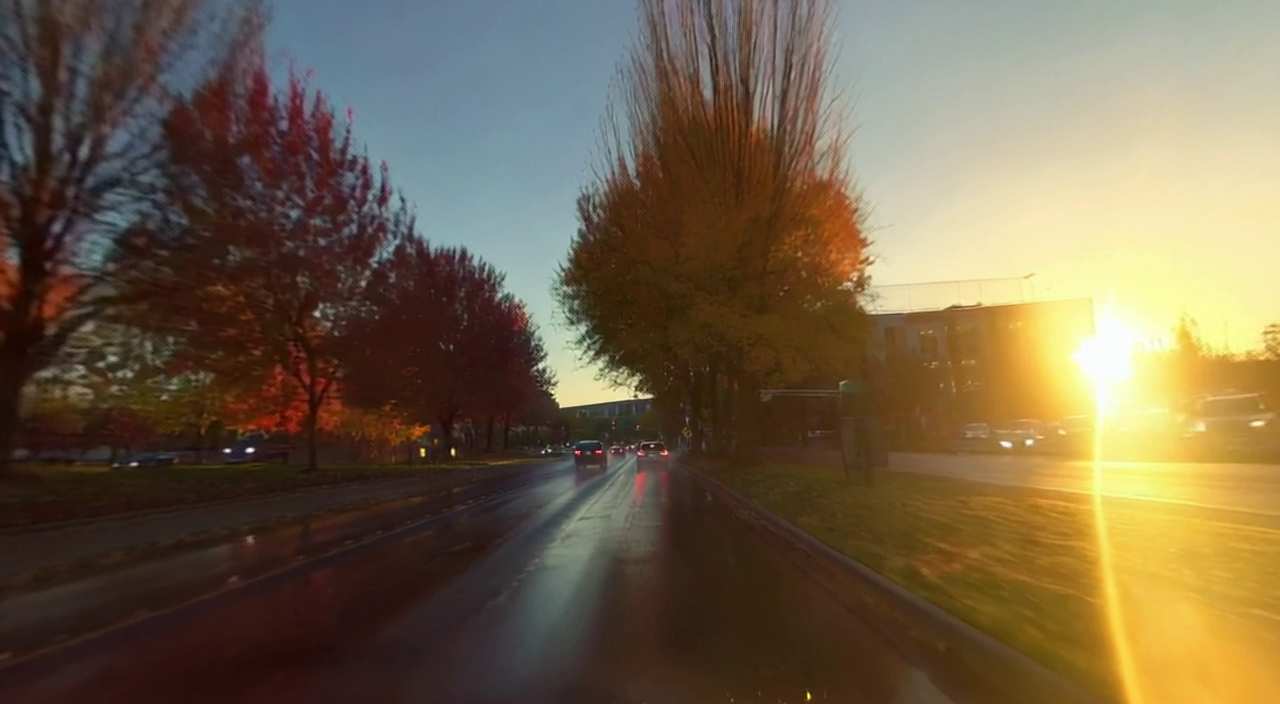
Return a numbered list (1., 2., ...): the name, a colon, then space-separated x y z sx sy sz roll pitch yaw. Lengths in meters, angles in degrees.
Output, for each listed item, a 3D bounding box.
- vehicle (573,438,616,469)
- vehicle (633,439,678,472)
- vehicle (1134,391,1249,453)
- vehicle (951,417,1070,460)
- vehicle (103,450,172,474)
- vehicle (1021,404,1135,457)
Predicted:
1. vehicle: -2.603 5.934 37.106 2.197 1.709 4.069 0 -8 0
2. vehicle: 0.719 5.001 30.638 2.040 1.493 3.682 0 -8 0
3. vehicle: 22.977 2.959 26.338 2.673 2.486 2.062 0 -8 -1
4. vehicle: 26.709 6.297 45.627 6.918 2.911 2.524 0 -9 -1
5. vehicle: -36.400 7.944 45.693 1.836 1.590 3.860 0 -8 -1
6. vehicle: 23.095 4.226 33.468 4.440 2.545 2.105 -5 -10 24
